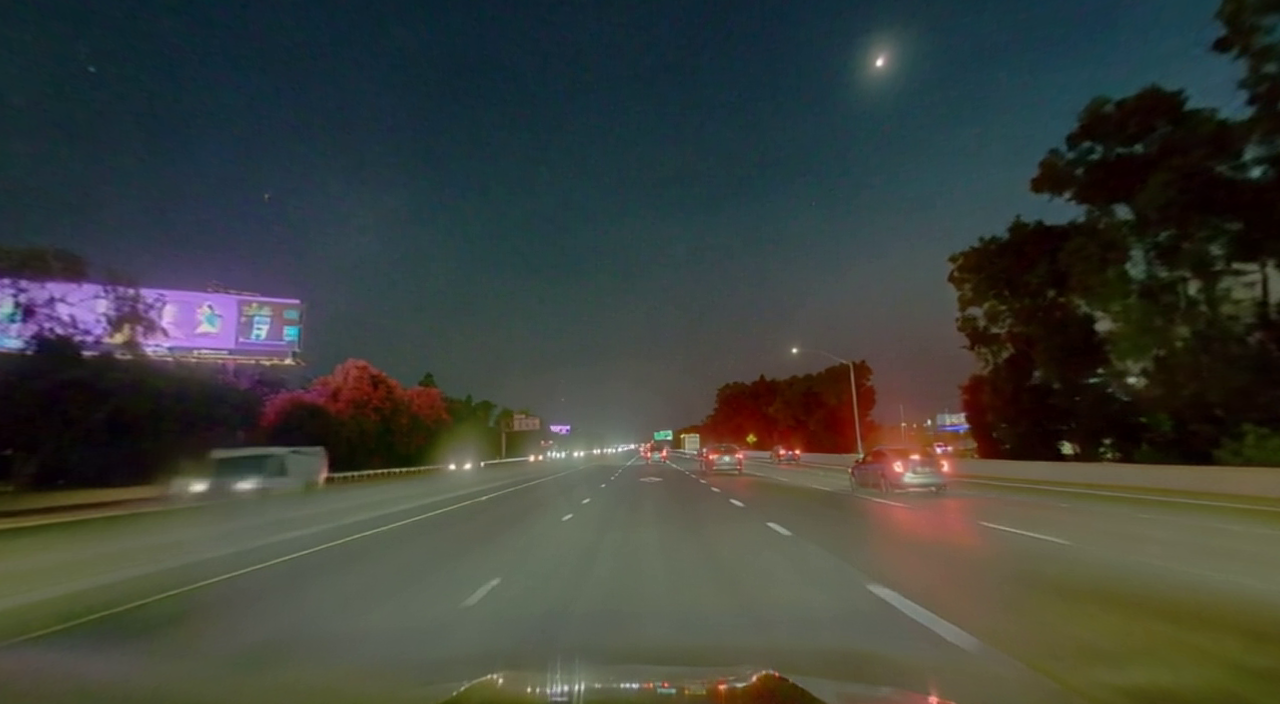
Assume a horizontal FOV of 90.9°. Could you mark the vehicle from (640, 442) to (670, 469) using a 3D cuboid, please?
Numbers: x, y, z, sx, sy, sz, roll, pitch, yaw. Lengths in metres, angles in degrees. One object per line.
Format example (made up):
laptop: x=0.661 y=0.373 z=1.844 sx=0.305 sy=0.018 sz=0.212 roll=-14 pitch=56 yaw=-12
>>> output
vehicle: x=1.059 y=7.566 z=46.263 sx=2.145 sy=1.832 sz=4.004 roll=0 pitch=-8 yaw=0

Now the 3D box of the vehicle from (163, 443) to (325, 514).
vehicle: x=-13.196 y=4.180 z=21.577 sx=2.014 sy=2.072 sz=5.382 roll=0 pitch=-8 yaw=0

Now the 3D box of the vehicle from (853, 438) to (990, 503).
vehicle: x=7.626 y=3.212 z=17.604 sx=1.807 sy=1.558 sz=4.352 roll=0 pitch=-8 yaw=0

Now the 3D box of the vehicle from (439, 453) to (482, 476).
vehicle: x=-13.653 y=8.558 z=48.205 sx=1.890 sy=1.559 sz=4.509 roll=-1 pitch=-8 yaw=2

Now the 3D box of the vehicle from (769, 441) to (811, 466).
vehicle: x=11.564 y=7.873 z=49.006 sx=2.028 sy=1.801 sz=4.503 roll=0 pitch=-8 yaw=-1

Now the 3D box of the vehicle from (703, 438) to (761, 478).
vehicle: x=4.469 y=5.232 z=31.448 sx=2.075 sy=1.845 sz=4.667 roll=0 pitch=-8 yaw=-1
